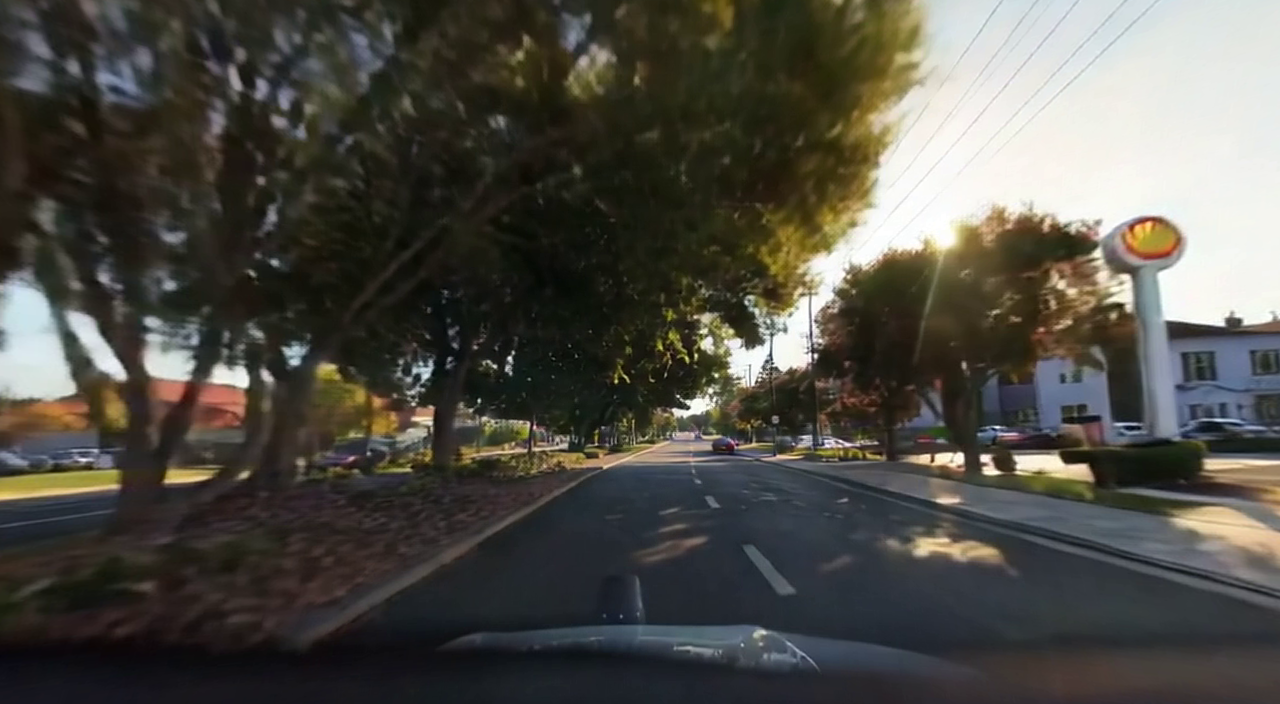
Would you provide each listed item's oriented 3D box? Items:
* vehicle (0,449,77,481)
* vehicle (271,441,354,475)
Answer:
[{"bbox_3d":[-30.908,5.555,31.179,1.884,1.490,4.627,0,-9,1],"label":"vehicle"},{"bbox_3d":[-17.822,5.792,34.654,1.970,1.696,4.410,-1,-9,4],"label":"vehicle"}]
